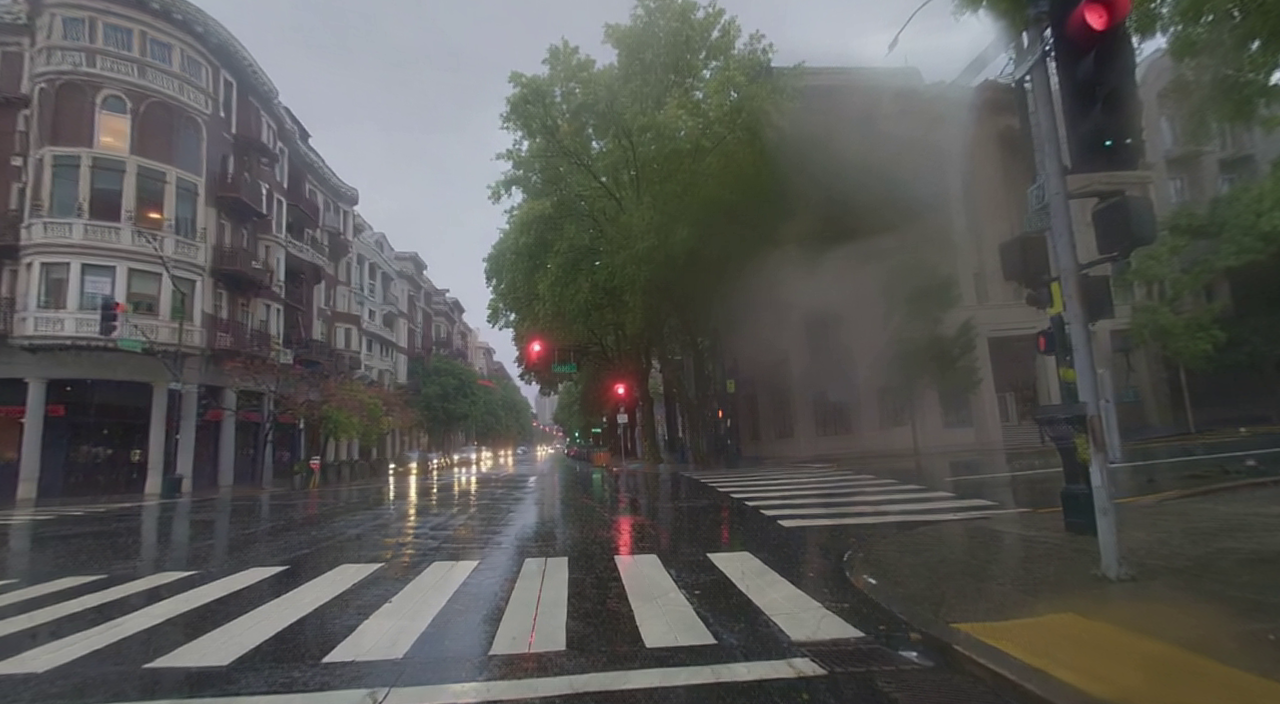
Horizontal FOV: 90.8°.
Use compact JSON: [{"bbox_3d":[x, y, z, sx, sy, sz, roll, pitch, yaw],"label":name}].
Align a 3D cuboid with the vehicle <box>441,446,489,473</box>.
[{"bbox_3d":[-10.459,6.467,38.147,2.196,1.503,4.371,1,-8,-8],"label":"vehicle"}]
